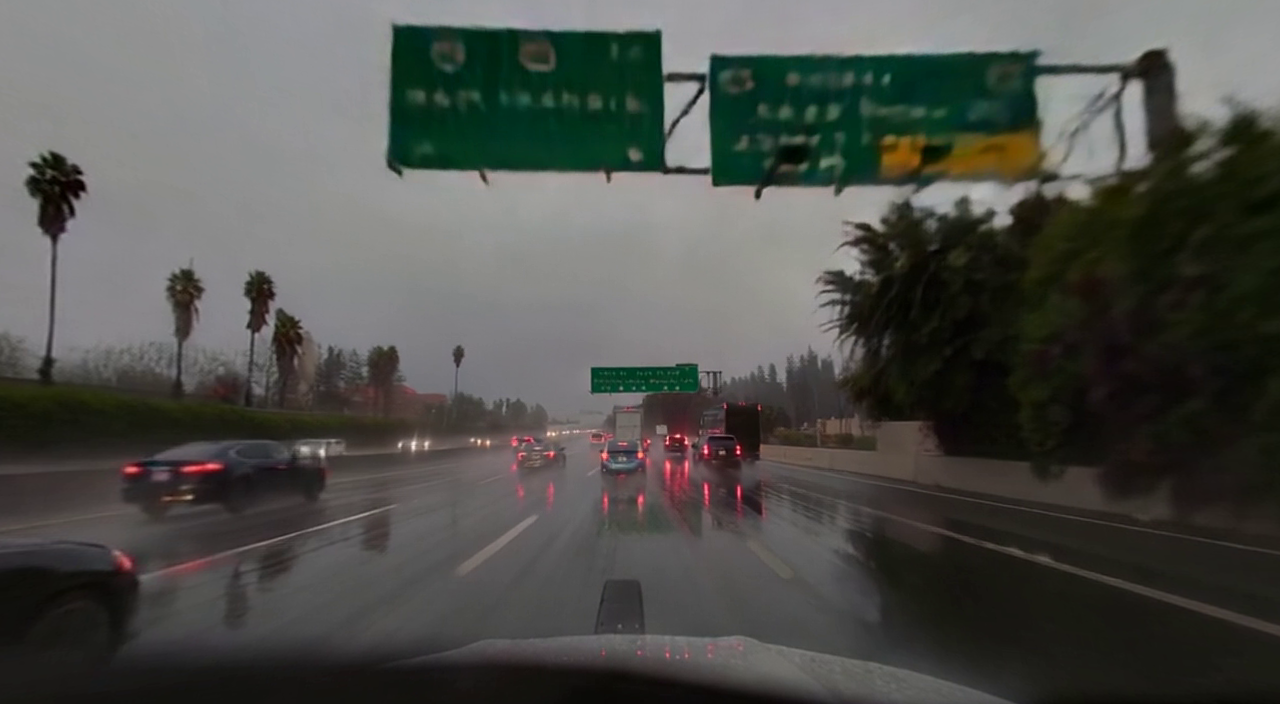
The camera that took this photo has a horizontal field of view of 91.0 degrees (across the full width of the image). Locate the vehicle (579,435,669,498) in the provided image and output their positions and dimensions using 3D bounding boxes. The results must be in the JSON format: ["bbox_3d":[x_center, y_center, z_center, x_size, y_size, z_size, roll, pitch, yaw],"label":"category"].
[{"bbox_3d":[-0.366,3.016,17.010,2.136,1.470,3.971,0,-8,0],"label":"vehicle"}]

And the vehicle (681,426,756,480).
[{"bbox_3d":[2.914,3.876,24.425,2.173,1.870,4.499,0,-8,-2],"label":"vehicle"}]

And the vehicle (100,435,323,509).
[{"bbox_3d":[-9.885,2.791,15.196,2.015,1.469,4.938,0,-8,-1],"label":"vehicle"}]

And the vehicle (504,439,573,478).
[{"bbox_3d":[-3.960,4.235,25.327,1.998,1.423,4.436,0,-8,1],"label":"vehicle"}]

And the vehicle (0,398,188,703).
[{"bbox_3d":[-3.606,0.749,1.265,2.064,1.475,4.489,0,-8,0],"label":"vehicle"}]
